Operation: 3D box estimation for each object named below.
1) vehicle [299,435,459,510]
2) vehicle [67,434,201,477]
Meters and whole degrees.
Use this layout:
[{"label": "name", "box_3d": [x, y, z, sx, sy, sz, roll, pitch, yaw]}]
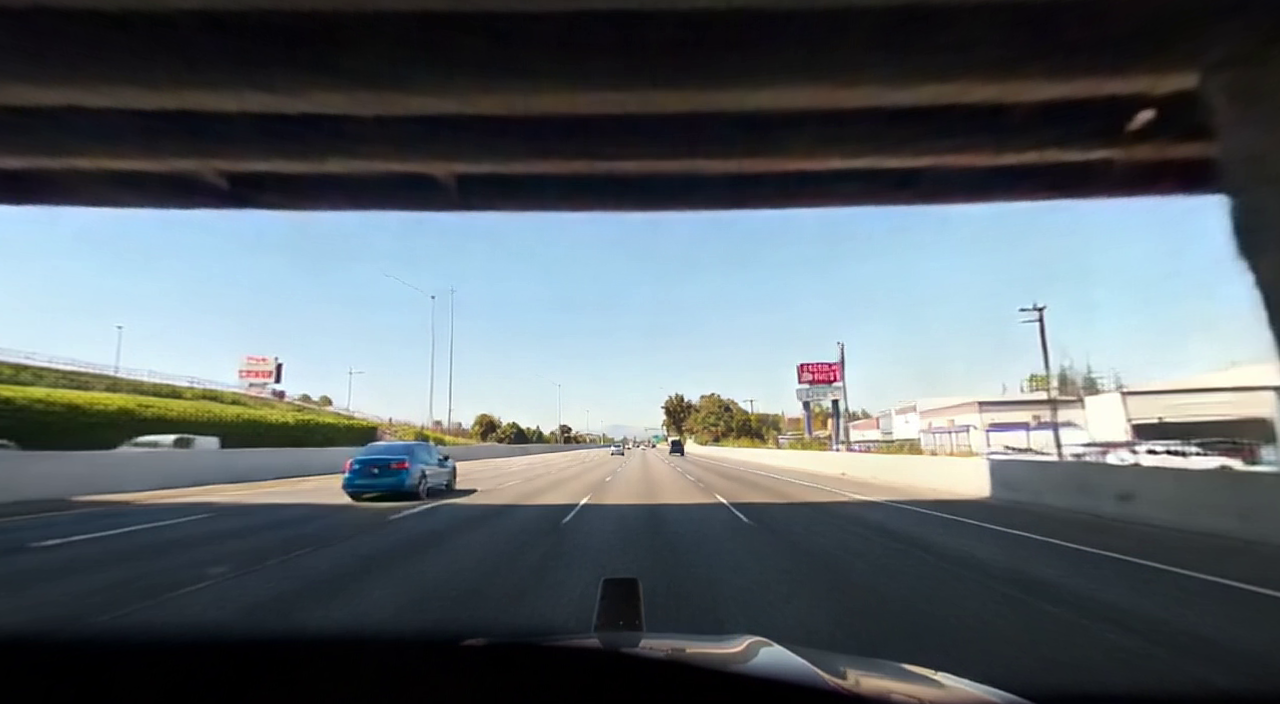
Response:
[{"label": "vehicle", "box_3d": [-6.020, 2.818, 15.236, 1.990, 1.529, 4.288, 0, -9, 1]}, {"label": "vehicle", "box_3d": [-19.023, 3.909, 24.024, 1.869, 1.483, 3.866, 0, -9, 0]}]
